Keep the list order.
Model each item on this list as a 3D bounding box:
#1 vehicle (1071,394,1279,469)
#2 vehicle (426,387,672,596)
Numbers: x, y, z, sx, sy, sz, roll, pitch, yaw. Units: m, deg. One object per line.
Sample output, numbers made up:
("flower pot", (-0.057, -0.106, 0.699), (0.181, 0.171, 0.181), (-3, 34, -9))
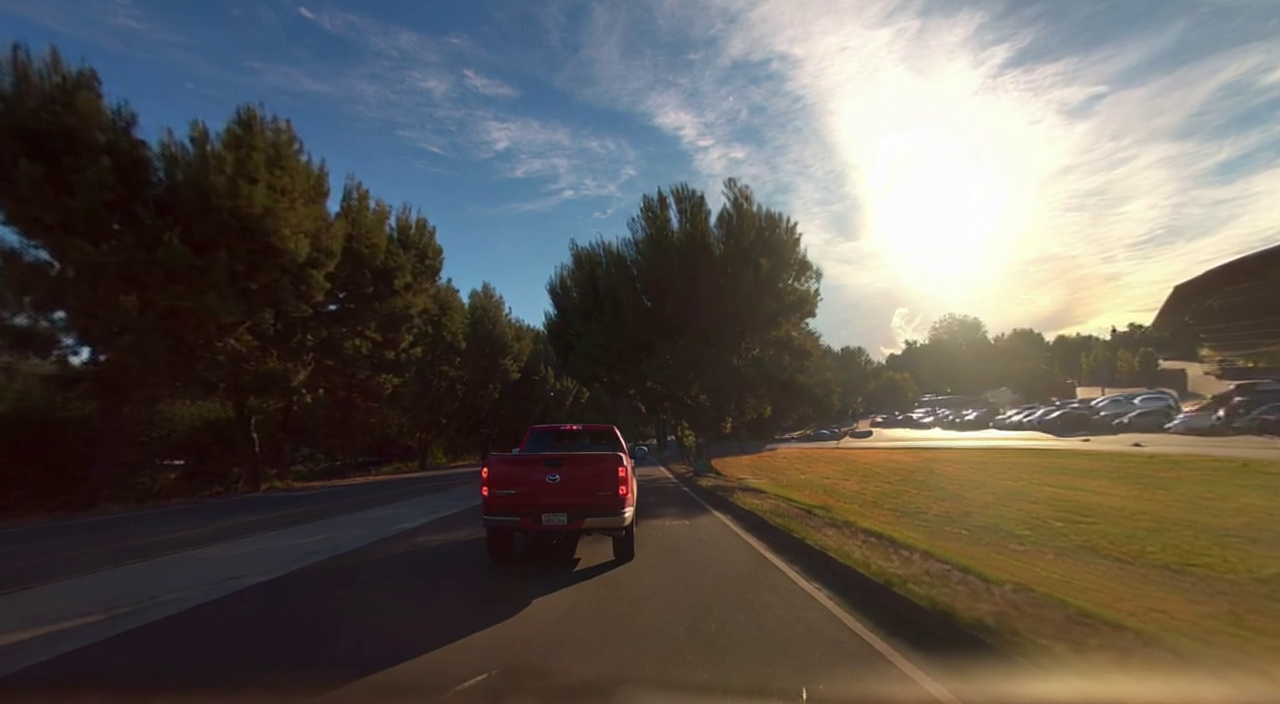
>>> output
("vehicle", (11.837, 1.658, 13.110), (4.298, 1.392, 1.944), (-1, -8, 2))
("vehicle", (-0.730, 1.594, 8.143), (2.157, 1.816, 5.039), (0, -8, 2))
